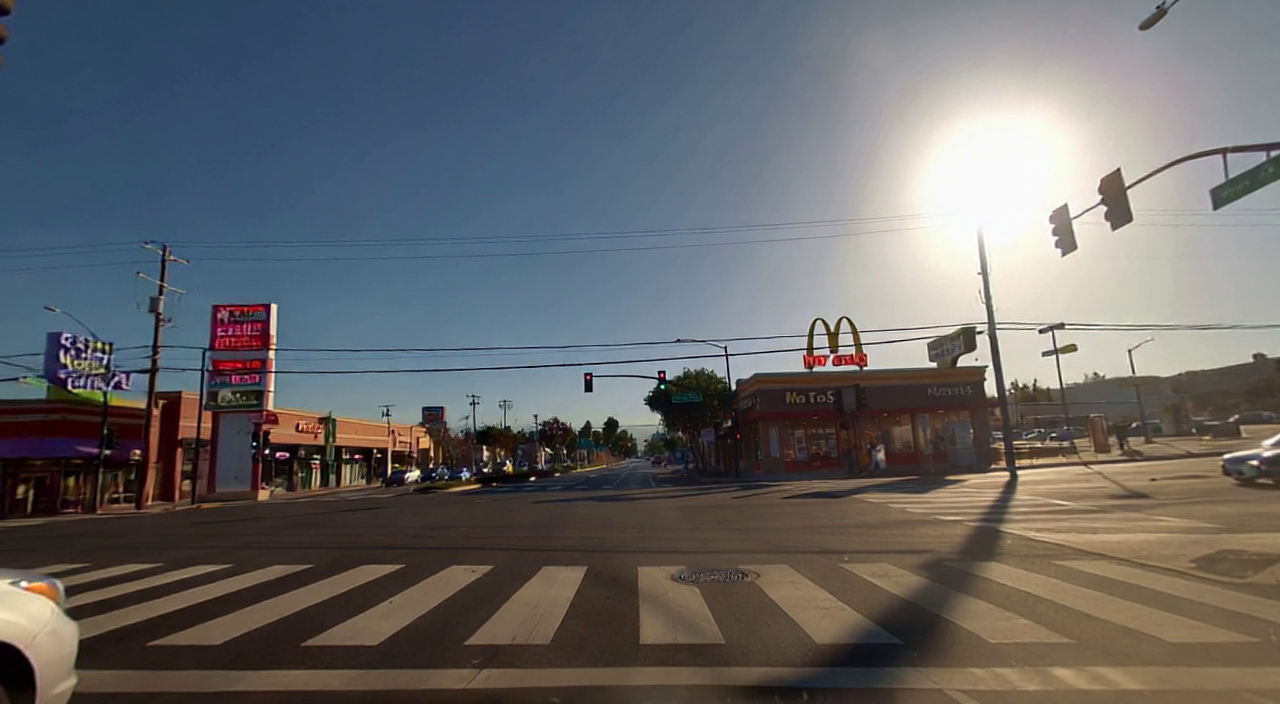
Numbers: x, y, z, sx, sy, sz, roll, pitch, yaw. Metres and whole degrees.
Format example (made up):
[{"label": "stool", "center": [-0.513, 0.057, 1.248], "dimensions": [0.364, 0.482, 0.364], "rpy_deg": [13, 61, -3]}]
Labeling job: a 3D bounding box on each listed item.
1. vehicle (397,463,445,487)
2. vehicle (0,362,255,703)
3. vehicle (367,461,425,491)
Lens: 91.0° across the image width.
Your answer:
[{"label": "vehicle", "center": [-15.734, 8.832, 45.417], "dimensions": [1.931, 1.471, 4.152], "rpy_deg": [0, -9, 0]}, {"label": "vehicle", "center": [-3.412, 0.731, 1.404], "dimensions": [2.081, 1.644, 4.523], "rpy_deg": [0, -9, 2]}, {"label": "vehicle", "center": [-19.200, 9.755, 49.815], "dimensions": [2.227, 2.033, 5.614], "rpy_deg": [0, -9, 1]}]
